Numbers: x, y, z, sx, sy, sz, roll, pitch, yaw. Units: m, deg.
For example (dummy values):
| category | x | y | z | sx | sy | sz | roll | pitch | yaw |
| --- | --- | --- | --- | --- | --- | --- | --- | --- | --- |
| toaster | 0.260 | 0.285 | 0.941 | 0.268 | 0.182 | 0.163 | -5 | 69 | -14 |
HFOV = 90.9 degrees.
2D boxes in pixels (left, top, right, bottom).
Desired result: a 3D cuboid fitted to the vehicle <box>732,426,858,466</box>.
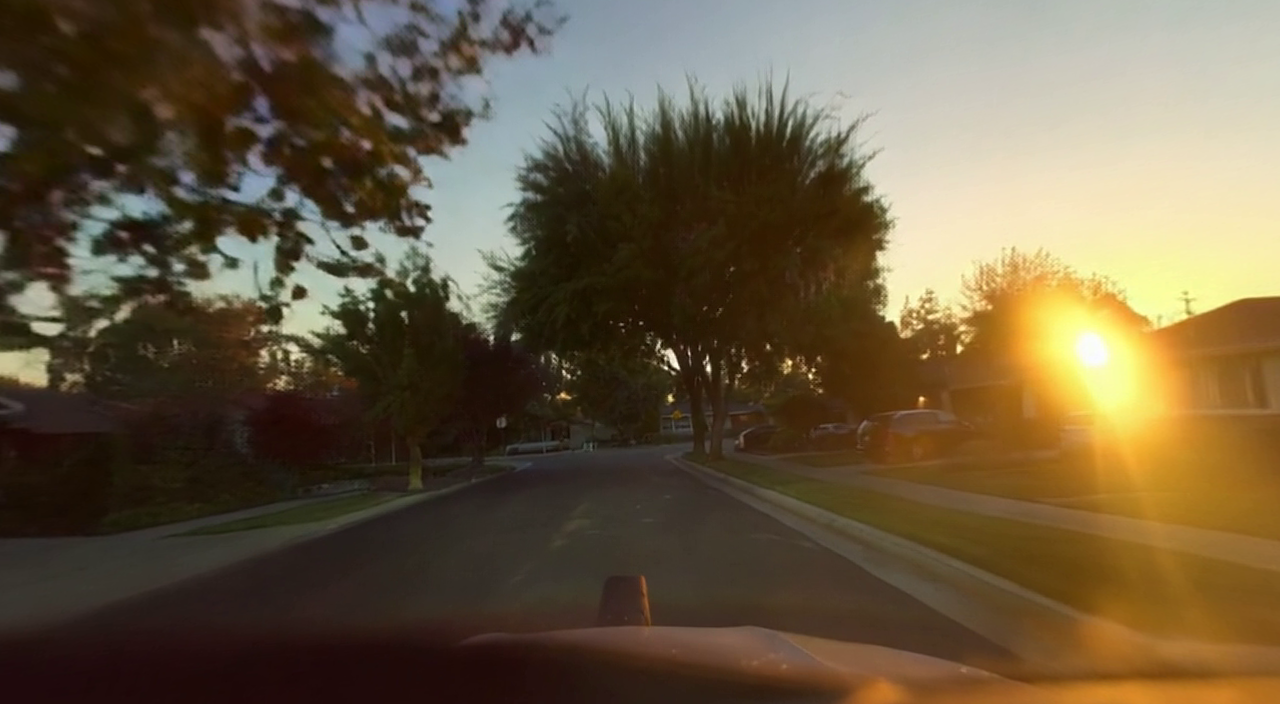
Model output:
| category | x | y | z | sx | sy | sz | roll | pitch | yaw |
| --- | --- | --- | --- | --- | --- | --- | --- | --- | --- |
| vehicle | 5.697 | 3.496 | 23.575 | 4.229 | 1.402 | 1.811 | -1 | -7 | 0 |

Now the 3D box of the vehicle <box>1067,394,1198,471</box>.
| category | x | y | z | sx | sy | sz | roll | pitch | yaw |
| --- | --- | --- | --- | --- | --- | --- | --- | --- | --- |
| vehicle | 11.331 | 1.870 | 14.829 | 2.004 | 1.511 | 4.494 | -5 | -8 | 34 |

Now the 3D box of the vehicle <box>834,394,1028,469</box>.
| category | x | y | z | sx | sy | sz | roll | pitch | yaw |
| --- | --- | --- | --- | --- | --- | --- | --- | --- | --- |
| vehicle | 9.450 | 2.647 | 20.836 | 5.239 | 1.933 | 2.131 | -4 | -9 | -2 |
